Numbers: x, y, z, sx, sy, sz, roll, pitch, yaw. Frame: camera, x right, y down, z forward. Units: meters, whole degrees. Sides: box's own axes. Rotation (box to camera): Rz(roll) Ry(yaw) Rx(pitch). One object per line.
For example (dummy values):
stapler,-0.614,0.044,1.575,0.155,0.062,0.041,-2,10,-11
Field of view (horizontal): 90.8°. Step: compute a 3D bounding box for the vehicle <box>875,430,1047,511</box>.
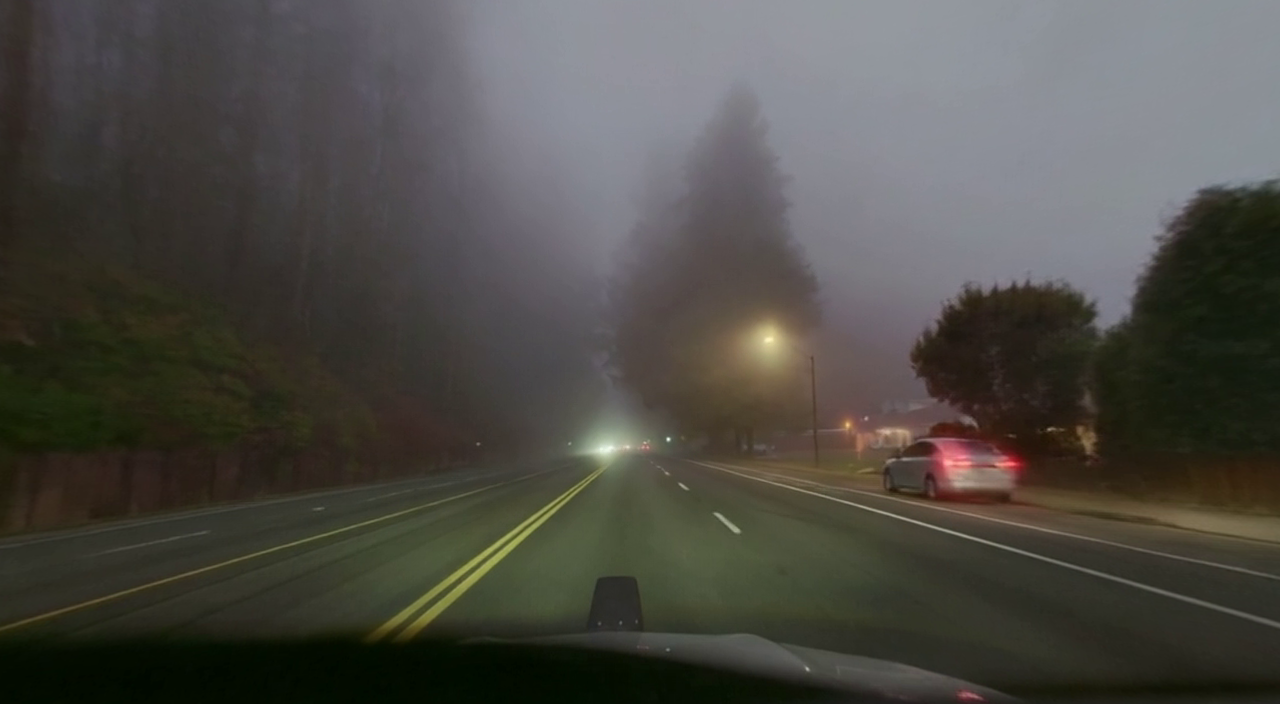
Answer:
vehicle,7.332,2.729,15.013,1.965,1.623,4.096,0,-9,1
